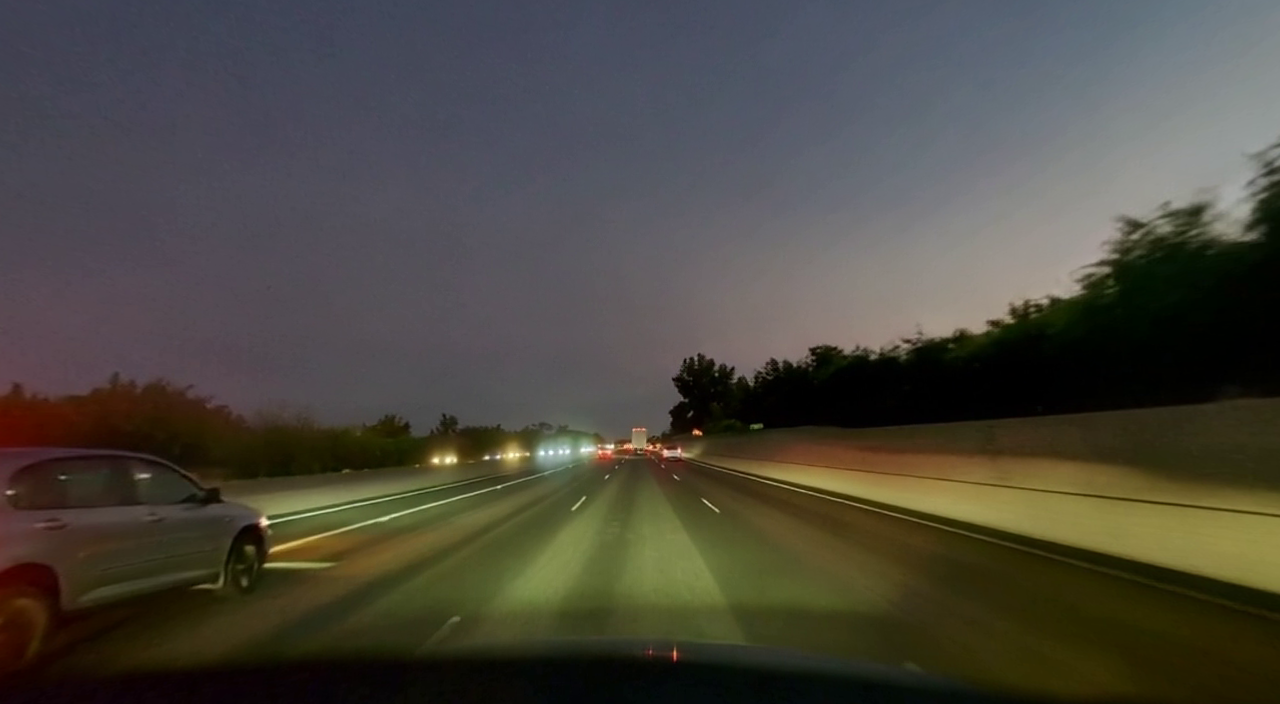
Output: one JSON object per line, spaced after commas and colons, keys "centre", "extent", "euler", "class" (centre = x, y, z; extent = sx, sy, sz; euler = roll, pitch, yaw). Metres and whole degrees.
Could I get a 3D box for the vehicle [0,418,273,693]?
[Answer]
{"centre": [-4.478, 1.121, 3.526], "extent": [2.016, 1.470, 4.691], "euler": [0, -9, 0], "class": "vehicle"}
